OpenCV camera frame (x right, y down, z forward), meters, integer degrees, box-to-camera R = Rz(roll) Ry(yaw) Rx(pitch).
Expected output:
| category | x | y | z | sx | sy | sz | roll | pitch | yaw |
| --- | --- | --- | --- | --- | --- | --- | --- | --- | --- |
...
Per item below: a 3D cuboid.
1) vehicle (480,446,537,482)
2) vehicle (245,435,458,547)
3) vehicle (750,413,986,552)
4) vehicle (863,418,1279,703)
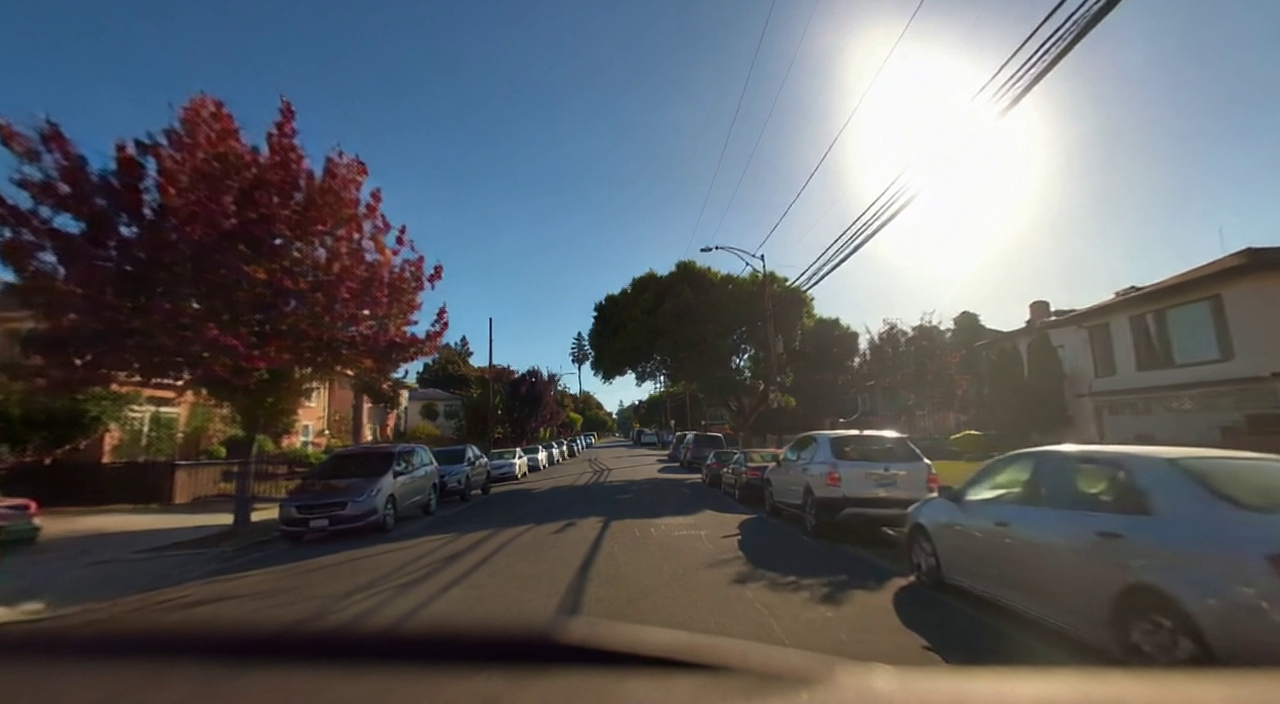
| category | x | y | z | sx | sy | sz | roll | pitch | yaw |
| --- | --- | --- | --- | --- | --- | --- | --- | --- | --- |
| vehicle | -6.470 | 5.539 | 31.585 | 2.002 | 1.585 | 5.080 | 0 | -8 | -3 |
| vehicle | -5.988 | 2.908 | 14.207 | 2.184 | 1.958 | 5.757 | 0 | -8 | -2 |
| vehicle | 3.477 | 2.099 | 10.968 | 2.009 | 1.810 | 5.045 | 0 | -8 | -3 |
| vehicle | 3.752 | 1.367 | 4.962 | 2.174 | 1.504 | 4.809 | 0 | -8 | -1 |
